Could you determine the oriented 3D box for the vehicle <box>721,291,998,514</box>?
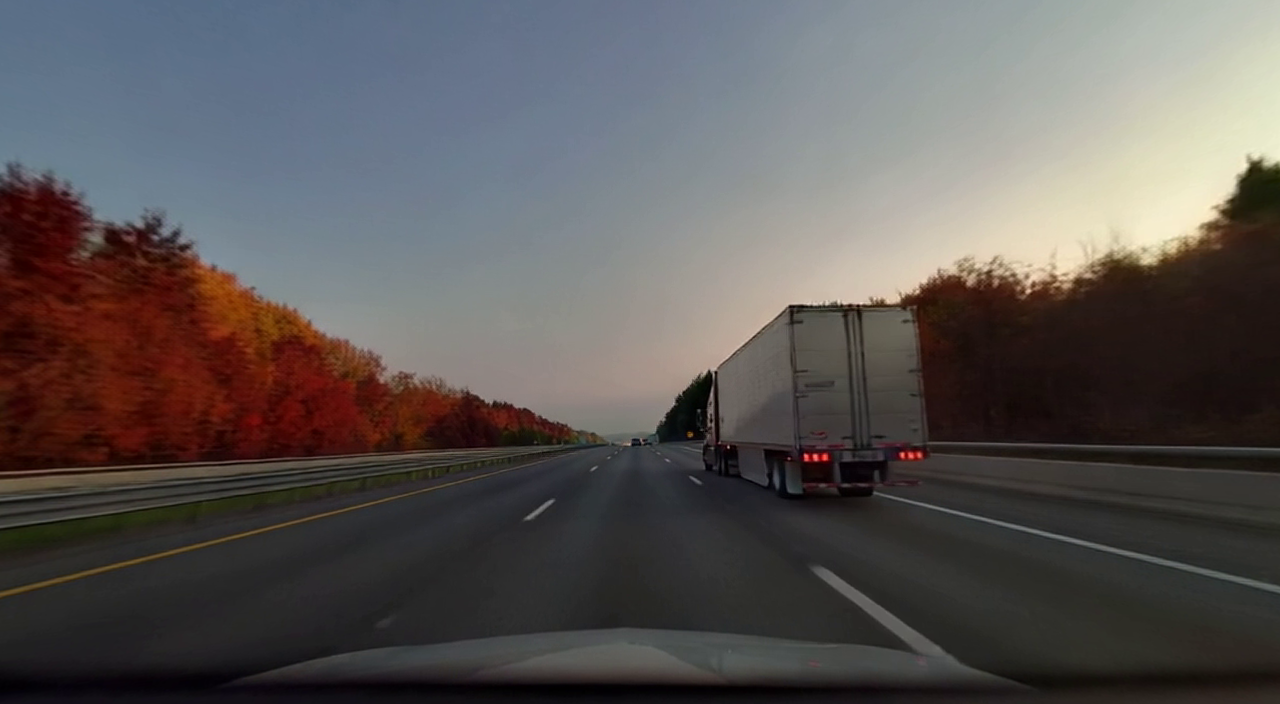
[{"bbox_3d":[4.350,1.444,15.360,3.348,3.847,8.908,0,-8,-1],"label":"vehicle"}]
